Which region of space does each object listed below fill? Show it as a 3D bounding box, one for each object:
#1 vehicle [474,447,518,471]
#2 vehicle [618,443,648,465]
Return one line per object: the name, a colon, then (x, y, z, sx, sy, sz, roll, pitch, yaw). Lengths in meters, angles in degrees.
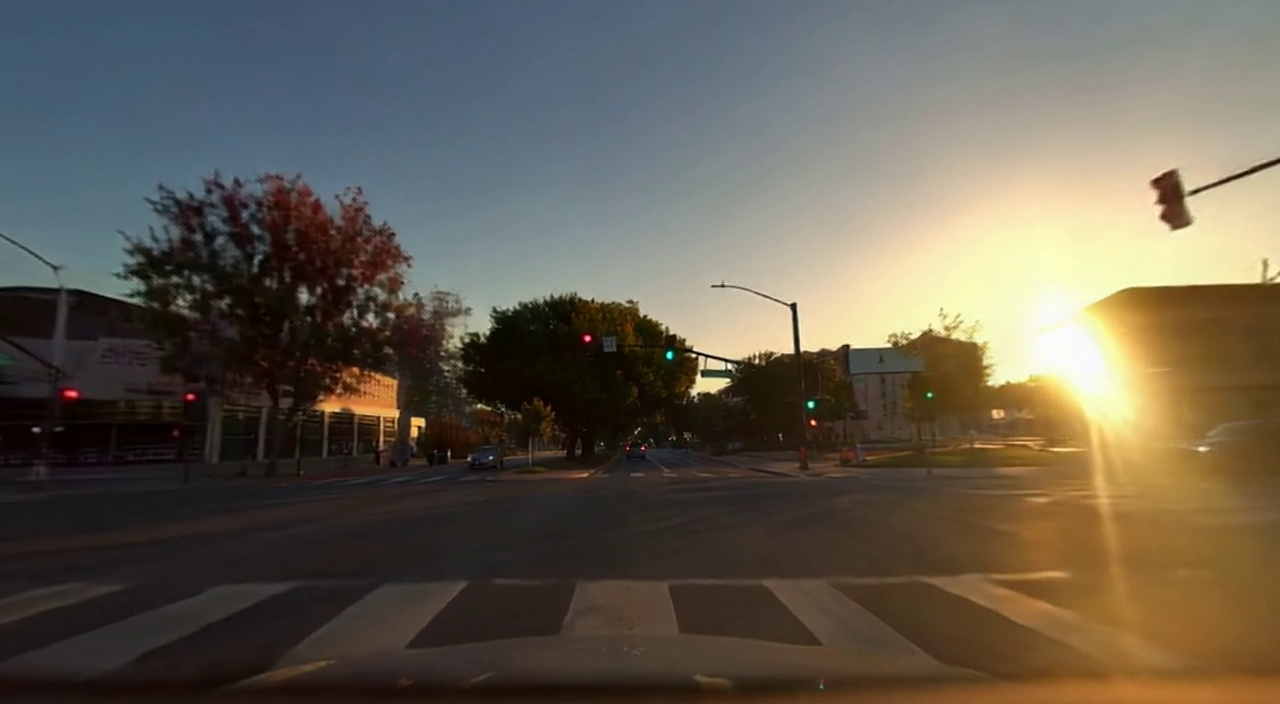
vehicle: (-9.052, 6.732, 40.010, 1.777, 1.438, 4.190, 0, -8, 0)
vehicle: (-0.525, 7.180, 44.632, 2.045, 1.510, 3.690, 0, -8, -1)
